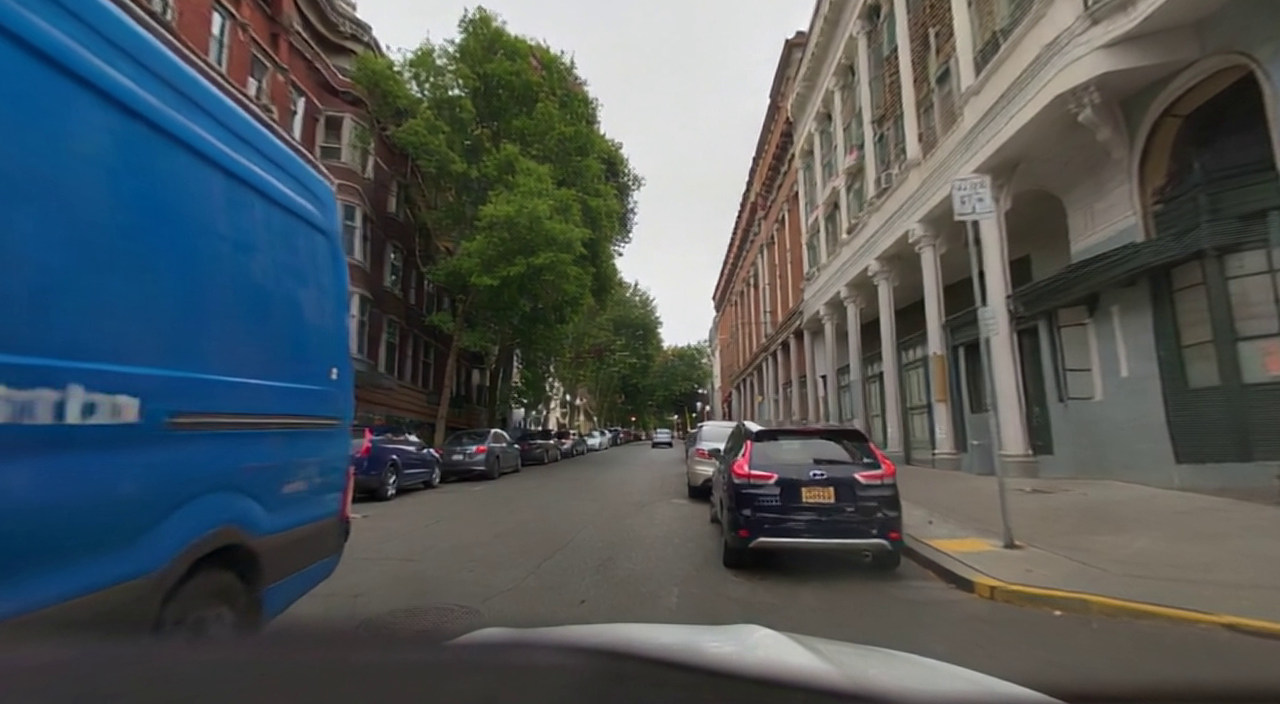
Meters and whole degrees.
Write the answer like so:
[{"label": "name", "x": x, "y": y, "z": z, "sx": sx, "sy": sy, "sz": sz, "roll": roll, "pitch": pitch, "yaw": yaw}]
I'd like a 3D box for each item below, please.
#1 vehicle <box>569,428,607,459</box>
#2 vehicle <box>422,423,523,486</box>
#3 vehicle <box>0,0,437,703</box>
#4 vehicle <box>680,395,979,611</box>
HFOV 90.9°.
[{"label": "vehicle", "x": -3.615, "y": 6.384, "z": 44.307, "sx": 2.027, "sy": 1.640, "sz": 4.444, "roll": 1, "pitch": -3, "yaw": 3}, {"label": "vehicle", "x": -4.978, "y": 3.039, "z": 19.324, "sx": 1.867, "sy": 1.519, "sz": 3.920, "roll": 1, "pitch": -4, "yaw": 2}, {"label": "vehicle", "x": -3.071, "y": -0.103, "z": 1.473, "sx": 2.558, "sy": 3.014, "sz": 7.101, "roll": -1, "pitch": -9, "yaw": 2}, {"label": "vehicle", "x": 1.461, "y": 1.360, "z": 6.767, "sx": 1.925, "sy": 1.481, "sz": 4.653, "roll": -1, "pitch": -8, "yaw": 2}]
